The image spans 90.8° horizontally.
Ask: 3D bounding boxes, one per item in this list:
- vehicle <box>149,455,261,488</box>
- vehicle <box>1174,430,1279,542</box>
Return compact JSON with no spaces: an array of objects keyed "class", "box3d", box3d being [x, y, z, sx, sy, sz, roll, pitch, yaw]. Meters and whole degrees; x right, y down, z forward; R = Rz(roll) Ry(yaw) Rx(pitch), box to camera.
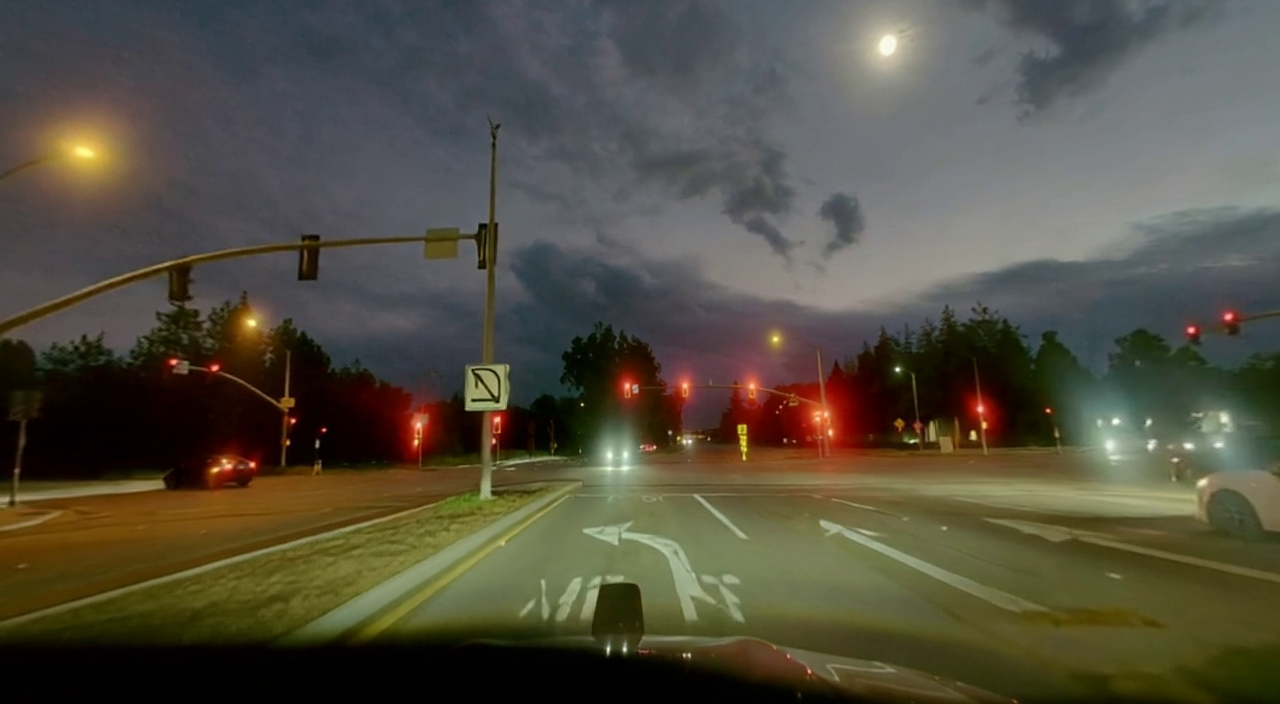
[{"class":"vehicle","box3d":[-24.402,6.715,35.567,4.706,1.734,2.253,-1,-9,6]},{"class":"vehicle","box3d":[9.701,1.734,8.012,1.933,1.500,4.458,0,-9,0]}]
